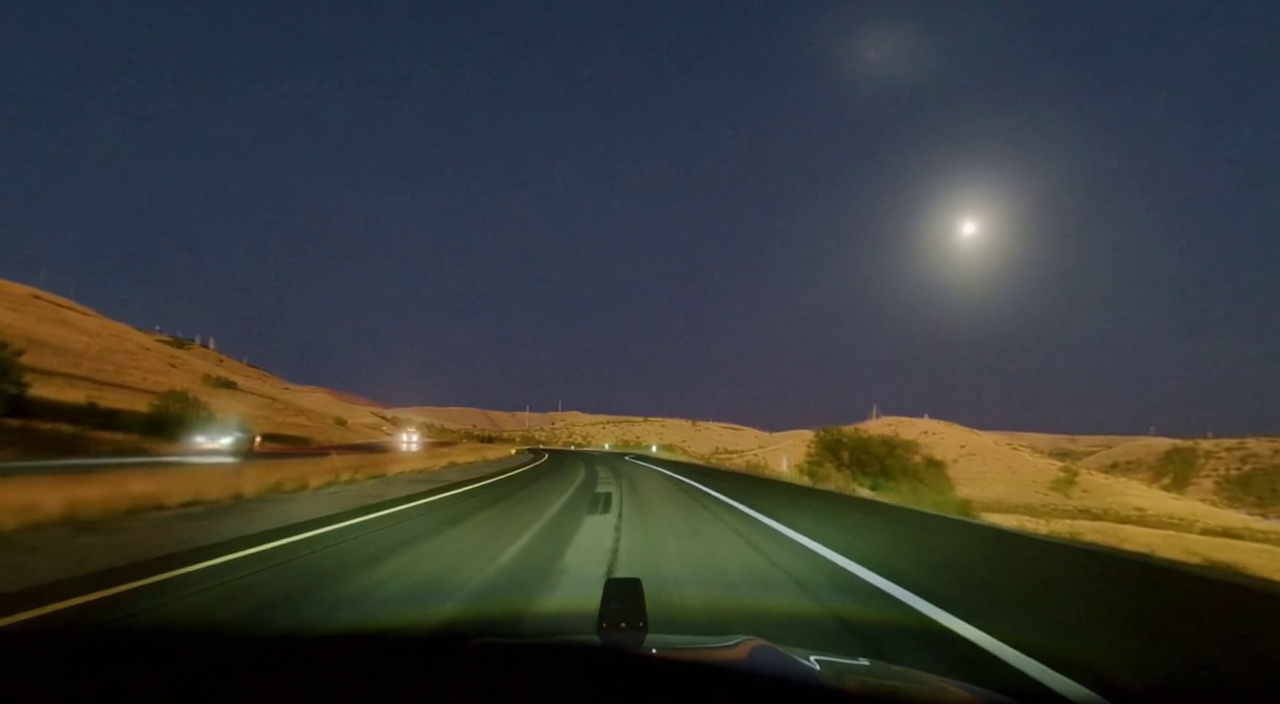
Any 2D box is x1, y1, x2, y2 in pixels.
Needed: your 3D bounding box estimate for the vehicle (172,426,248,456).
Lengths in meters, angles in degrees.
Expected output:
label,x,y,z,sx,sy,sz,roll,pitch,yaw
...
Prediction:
label,x,y,z,sx,sy,sz,roll,pitch,yaw
vehicle,-26.295,5.480,38.701,1.972,1.734,4.366,1,-9,-7
